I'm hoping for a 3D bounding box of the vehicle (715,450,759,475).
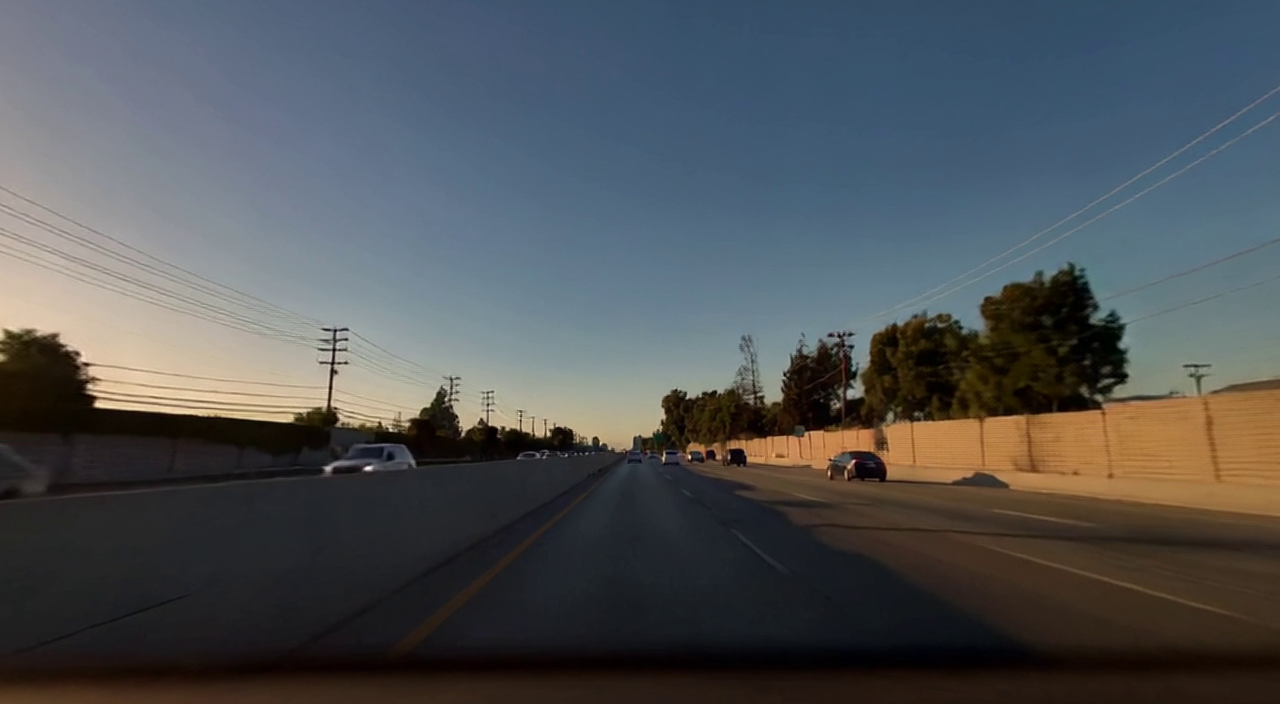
[{"bbox_3d":[6.312,7.189,41.505,2.069,1.520,4.614,0,-9,-1],"label":"vehicle"}]

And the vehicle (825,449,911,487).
[{"bbox_3d":[9.680,4.936,27.239,1.969,1.506,4.422,0,-9,-1],"label":"vehicle"}]

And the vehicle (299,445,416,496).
[{"bbox_3d":[-9.982,4.192,22.789,2.170,1.635,4.356,0,-9,0],"label":"vehicle"}]
